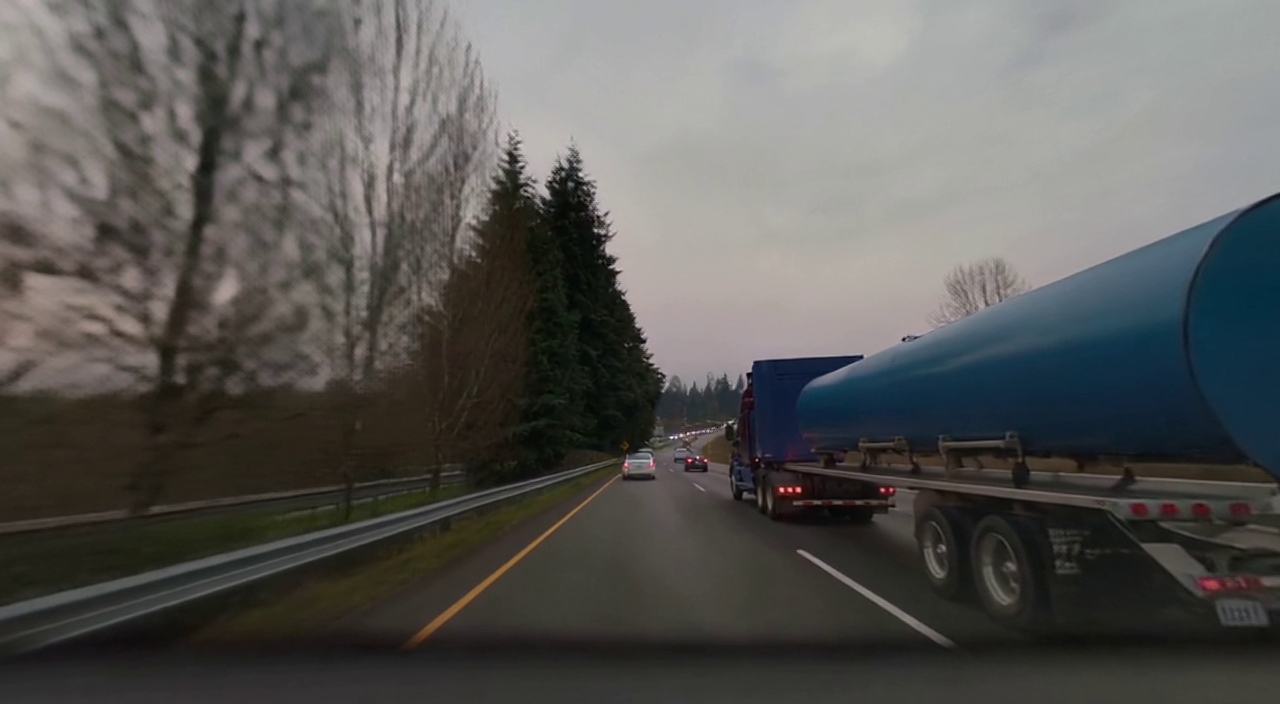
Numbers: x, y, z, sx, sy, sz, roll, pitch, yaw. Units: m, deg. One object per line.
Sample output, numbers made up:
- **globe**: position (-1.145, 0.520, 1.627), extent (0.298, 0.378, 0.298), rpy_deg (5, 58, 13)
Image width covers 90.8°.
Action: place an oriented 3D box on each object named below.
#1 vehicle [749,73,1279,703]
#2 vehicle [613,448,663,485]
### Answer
- **vehicle**: position (3.962, 1.002, 9.081), extent (2.694, 3.453, 11.641), rpy_deg (0, -9, 0)
- **vehicle**: position (-0.092, 4.926, 27.480), extent (2.003, 1.490, 3.636), rpy_deg (0, -9, 0)
